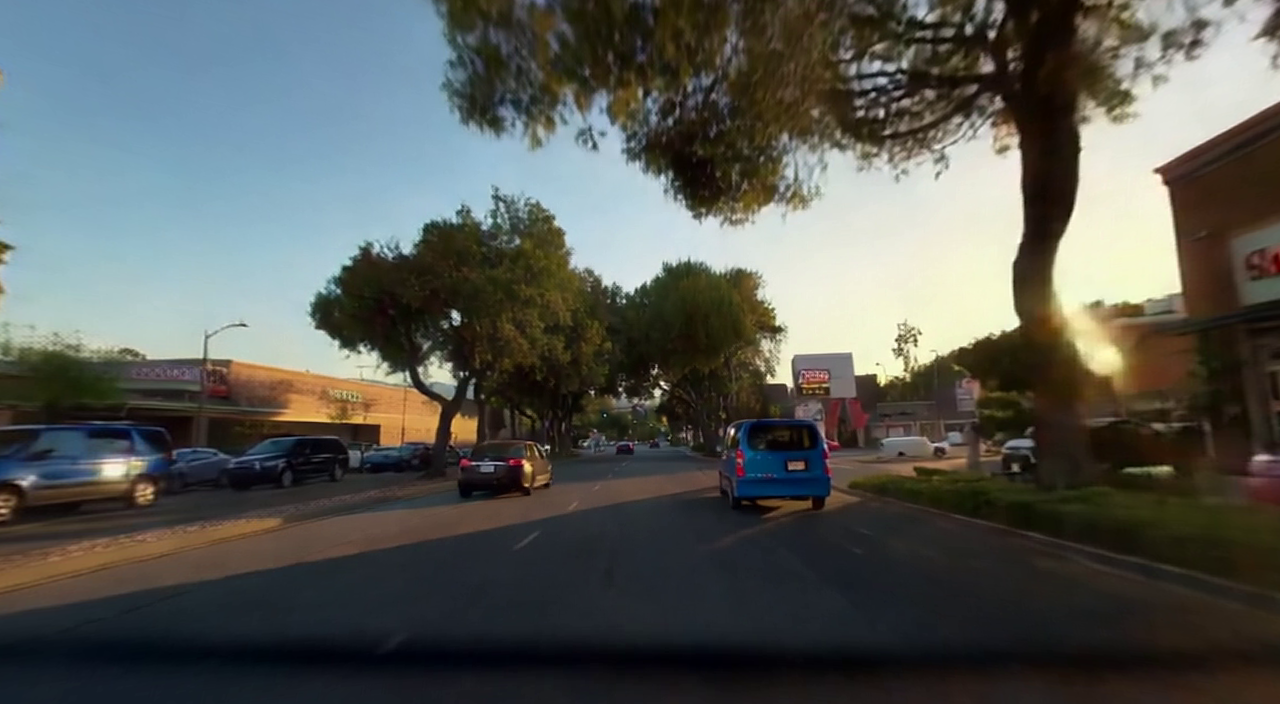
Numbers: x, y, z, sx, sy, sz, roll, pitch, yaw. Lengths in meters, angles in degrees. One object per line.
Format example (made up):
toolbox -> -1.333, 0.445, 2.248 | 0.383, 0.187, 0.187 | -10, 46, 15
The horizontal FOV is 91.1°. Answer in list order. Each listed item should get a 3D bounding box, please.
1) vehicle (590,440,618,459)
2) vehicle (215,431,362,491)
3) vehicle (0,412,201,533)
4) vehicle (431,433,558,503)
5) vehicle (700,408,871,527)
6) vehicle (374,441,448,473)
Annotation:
vehicle -> -2.761, 7.607, 48.950 | 1.840, 1.442, 4.050 | 0, -8, 1
vehicle -> -11.801, 3.685, 21.605 | 2.117, 1.787, 4.917 | 0, -8, 1
vehicle -> -11.918, 2.311, 12.463 | 2.359, 2.018, 5.504 | 0, -8, 1
vehicle -> -3.412, 2.822, 15.669 | 1.966, 1.481, 4.385 | -1, -8, 2
vehicle -> 2.405, 2.087, 11.790 | 2.293, 1.779, 4.457 | -1, -8, 2
vehicle -> -11.303, 5.214, 31.357 | 1.959, 1.488, 4.390 | -1, -8, 2
